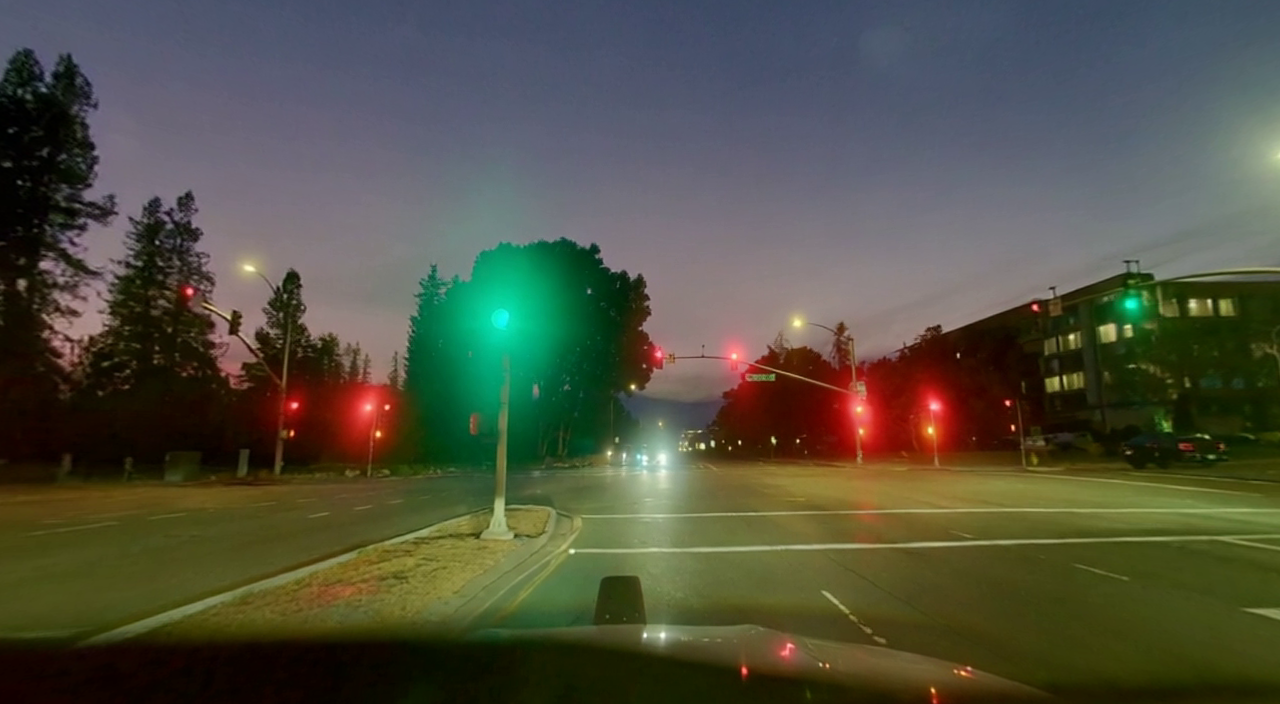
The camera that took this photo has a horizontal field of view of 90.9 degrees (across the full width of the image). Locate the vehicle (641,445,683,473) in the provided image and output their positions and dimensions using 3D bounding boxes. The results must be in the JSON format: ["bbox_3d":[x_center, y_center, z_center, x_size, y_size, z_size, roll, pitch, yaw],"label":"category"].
[{"bbox_3d":[1.537,7.160,42.432,2.197,1.739,4.177,-2,-9,10],"label":"vehicle"}]

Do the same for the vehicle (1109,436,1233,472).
[{"bbox_3d":[25.780,4.932,30.670,4.441,1.674,2.035,1,-9,-9],"label":"vehicle"}]

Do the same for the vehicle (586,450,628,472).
[{"bbox_3d":[-2.266,7.668,44.541,2.076,1.476,3.873,-2,-9,12],"label":"vehicle"}]

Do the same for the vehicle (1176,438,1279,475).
[{"bbox_3d":[26.151,4.487,27.221,4.644,1.470,1.922,1,-9,-10],"label":"vehicle"}]
